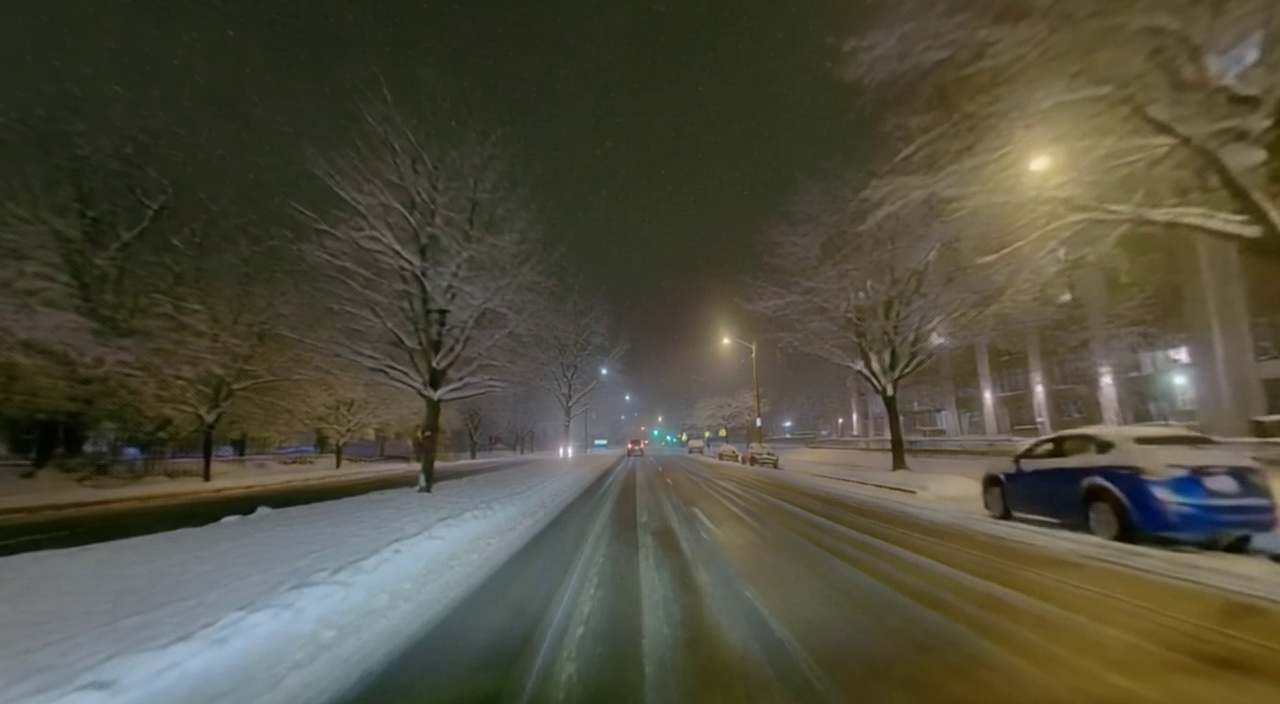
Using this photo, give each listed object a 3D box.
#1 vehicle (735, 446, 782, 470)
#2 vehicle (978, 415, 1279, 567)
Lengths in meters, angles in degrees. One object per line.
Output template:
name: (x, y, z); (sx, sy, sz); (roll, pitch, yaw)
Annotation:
vehicle: (7.498, 6.721, 40.399); (1.991, 1.446, 4.685); (0, -8, -1)
vehicle: (7.877, 2.054, 10.158); (2.167, 1.848, 4.713); (0, -8, -1)
